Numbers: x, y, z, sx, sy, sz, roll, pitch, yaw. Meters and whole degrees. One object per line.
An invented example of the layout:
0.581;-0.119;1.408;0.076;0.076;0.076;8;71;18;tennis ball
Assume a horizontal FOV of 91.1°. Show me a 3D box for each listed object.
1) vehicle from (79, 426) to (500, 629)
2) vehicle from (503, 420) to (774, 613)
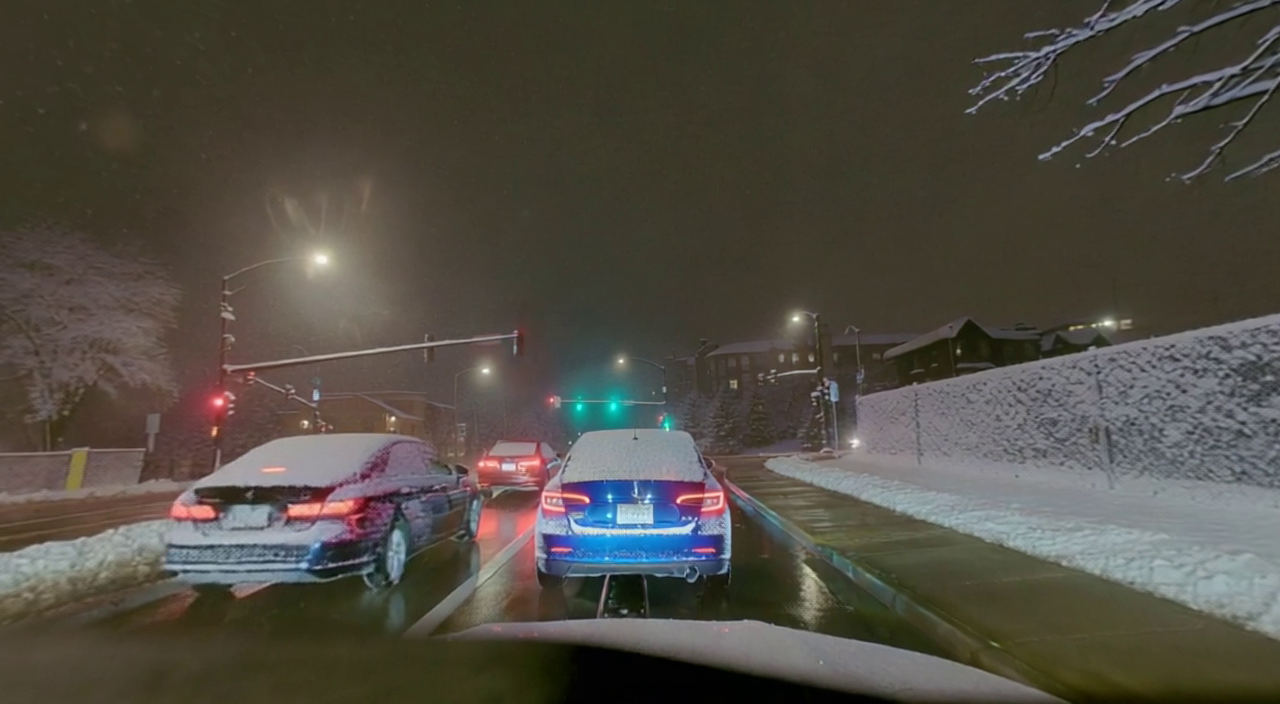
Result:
-3.149;1.657;7.045;1.971;1.488;4.581;0;-9;2;vehicle
-0.018;1.616;7.081;2.144;1.514;4.063;0;-9;0;vehicle
